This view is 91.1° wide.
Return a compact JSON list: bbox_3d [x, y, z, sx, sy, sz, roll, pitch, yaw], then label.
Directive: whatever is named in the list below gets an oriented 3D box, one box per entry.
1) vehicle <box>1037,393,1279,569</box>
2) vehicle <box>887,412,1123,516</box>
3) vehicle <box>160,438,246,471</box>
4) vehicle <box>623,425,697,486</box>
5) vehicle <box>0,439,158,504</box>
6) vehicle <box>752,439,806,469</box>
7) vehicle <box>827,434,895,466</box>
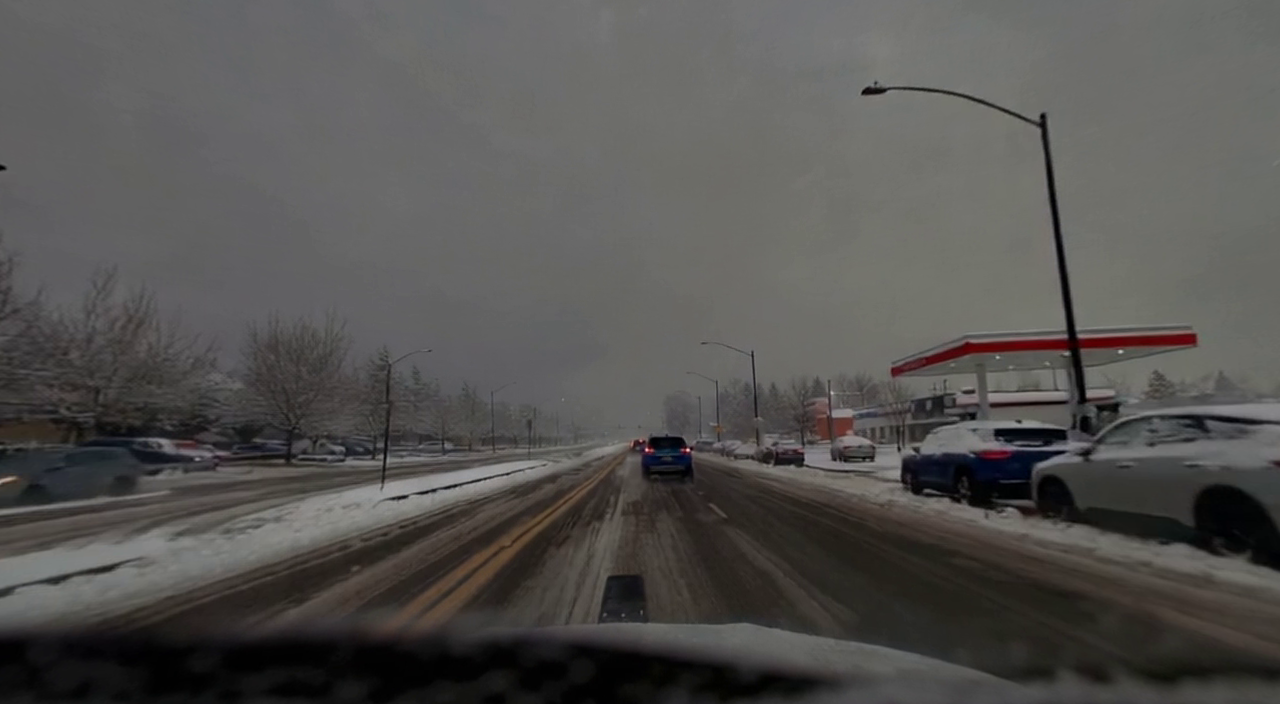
[{"bbox_3d":[7.387,1.510,7.660,1.970,1.744,4.662,1,-9,-1],"label":"vehicle"},{"bbox_3d":[7.298,2.310,13.333,2.032,1.776,4.782,1,-9,-1],"label":"vehicle"},{"bbox_3d":[-25.818,6.033,37.301,2.044,1.695,4.619,-1,-7,-5],"label":"vehicle"},{"bbox_3d":[0.690,3.604,22.186,2.317,1.857,5.150,0,-8,2],"label":"vehicle"},{"bbox_3d":[-17.669,3.560,19.263,1.995,1.740,4.673,0,-8,0],"label":"vehicle"},{"bbox_3d":[7.492,5.527,34.216,1.818,1.459,4.806,1,-8,0],"label":"vehicle"},{"bbox_3d":[12.832,5.727,36.822,2.019,1.711,4.862,1,-9,-3],"label":"vehicle"}]
